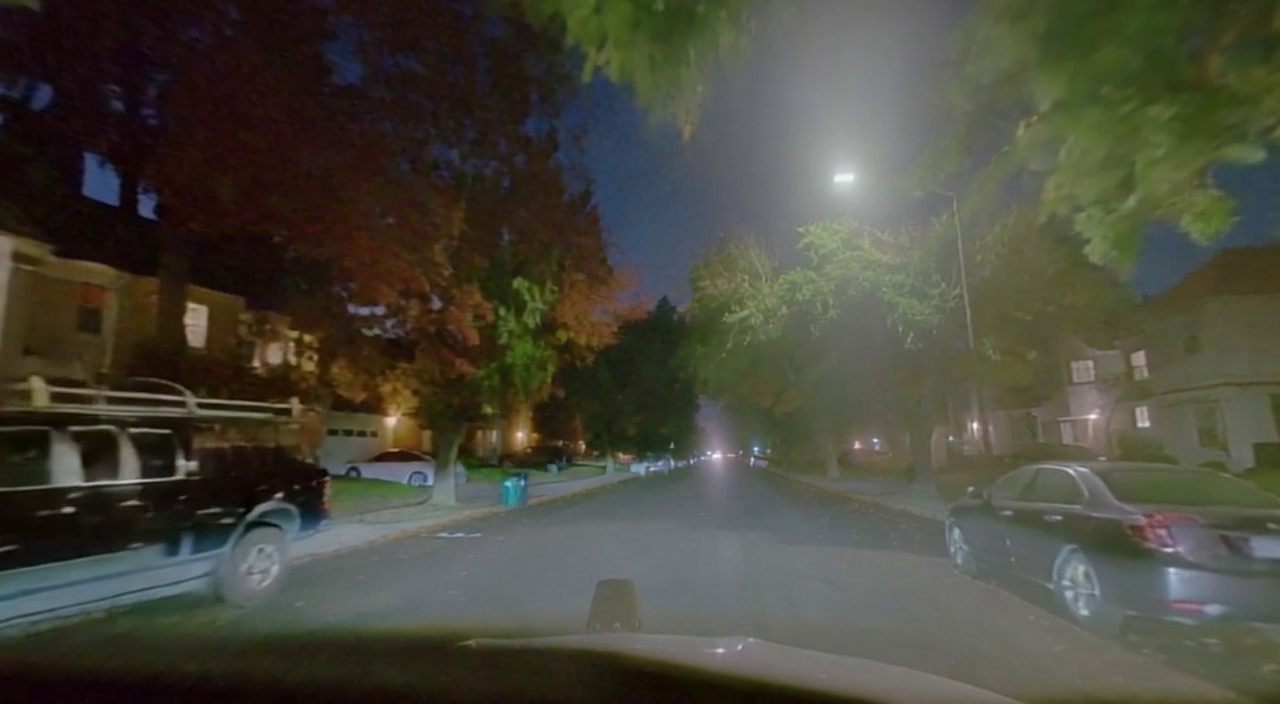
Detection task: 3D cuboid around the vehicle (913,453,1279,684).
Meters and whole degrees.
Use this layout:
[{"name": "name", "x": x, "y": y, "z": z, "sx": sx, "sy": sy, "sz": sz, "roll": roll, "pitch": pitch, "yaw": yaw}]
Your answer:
[{"name": "vehicle", "x": 4.593, "y": 1.765, "z": 6.390, "sx": 1.959, "sy": 1.431, "sz": 4.647, "roll": -1, "pitch": -9, "yaw": 6}]

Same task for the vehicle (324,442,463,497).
[{"name": "vehicle", "x": -9.048, "y": 4.329, "z": 23.254, "sx": 4.373, "sy": 1.747, "sz": 2.029, "roll": -5, "pitch": -10, "yaw": 14}]

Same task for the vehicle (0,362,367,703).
[{"name": "vehicle", "x": -4.998, "y": 1.319, "z": 5.080, "sx": 2.337, "sy": 2.084, "sz": 6.088, "roll": -2, "pitch": -9, "yaw": 6}]

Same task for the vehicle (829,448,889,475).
[{"name": "vehicle", "x": 15.229, "y": 7.643, "z": 43.879, "sx": 3.647, "sy": 1.784, "sz": 1.650, "roll": -2, "pitch": -9, "yaw": 8}]

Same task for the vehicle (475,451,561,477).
[{"name": "vehicle", "x": -7.757, "y": 7.119, "z": 40.215, "sx": 4.977, "sy": 1.558, "sz": 2.079, "roll": -1, "pitch": -9, "yaw": 7}]
